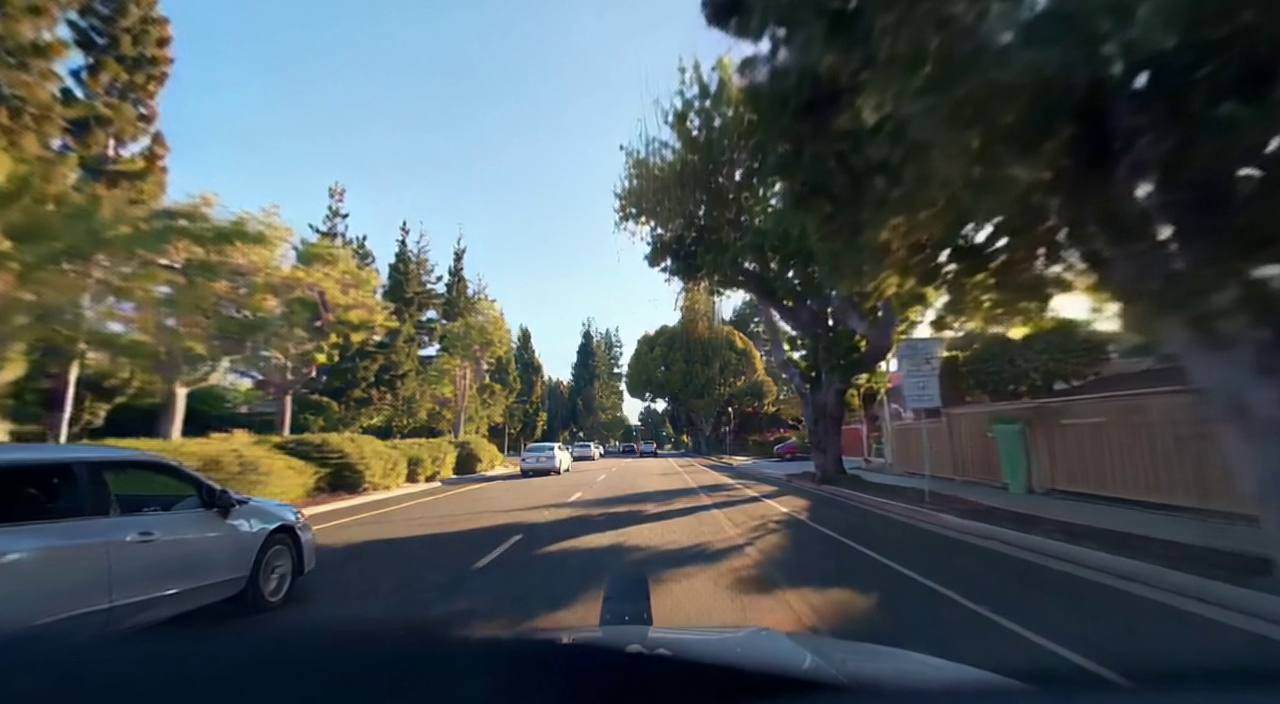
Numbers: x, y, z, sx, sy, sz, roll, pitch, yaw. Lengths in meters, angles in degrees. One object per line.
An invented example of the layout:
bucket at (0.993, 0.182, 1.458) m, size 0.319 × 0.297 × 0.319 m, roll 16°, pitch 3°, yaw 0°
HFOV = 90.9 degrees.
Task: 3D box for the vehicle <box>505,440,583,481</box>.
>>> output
vehicle at (-3.685, 4.291, 25.248) m, size 2.188 × 1.473 × 4.651 m, roll 0°, pitch -8°, yaw 3°

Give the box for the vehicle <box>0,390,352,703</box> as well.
vehicle at (-4.110, 1.100, 3.942) m, size 2.190 × 1.545 × 4.943 m, roll 0°, pitch -8°, yaw 1°
